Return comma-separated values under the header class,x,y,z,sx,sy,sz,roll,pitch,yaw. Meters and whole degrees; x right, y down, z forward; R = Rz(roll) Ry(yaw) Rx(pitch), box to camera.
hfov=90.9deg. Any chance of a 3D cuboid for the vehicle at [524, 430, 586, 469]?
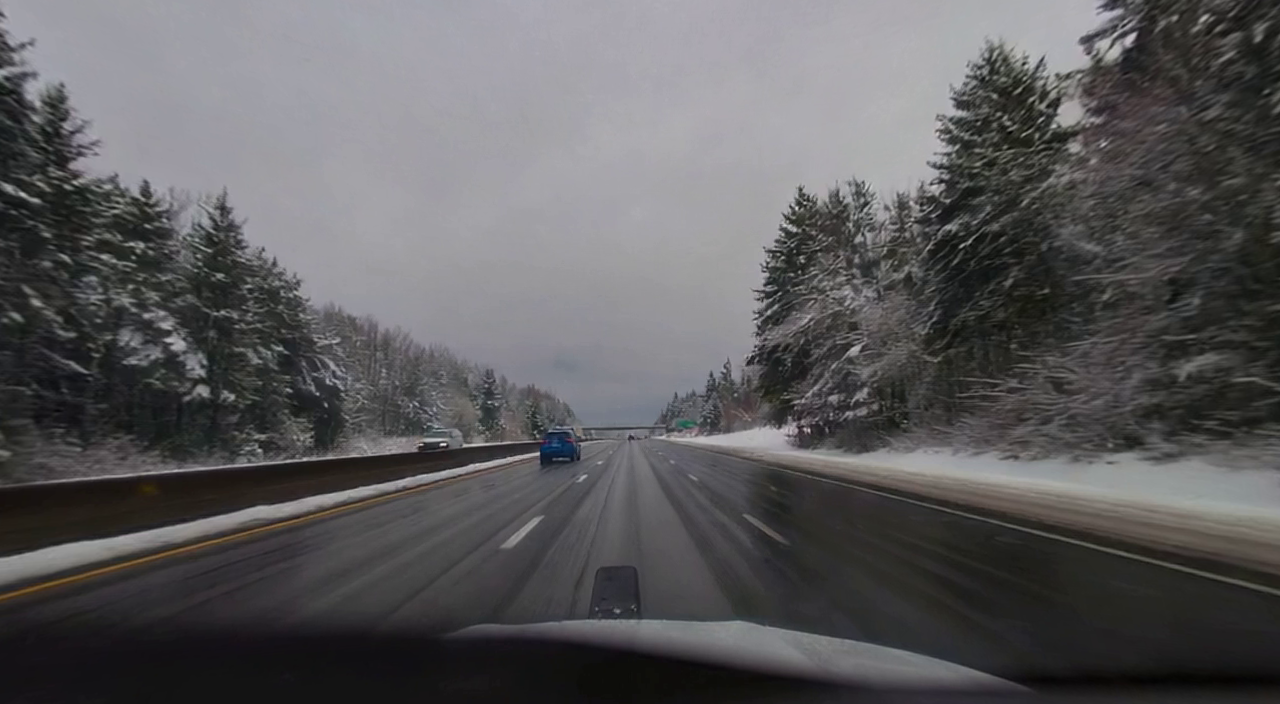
class,x,y,z,sx,sy,sz,roll,pitch,yaw
vehicle,-3.445,4.032,26.200,2.085,1.479,3.846,0,-8,0
